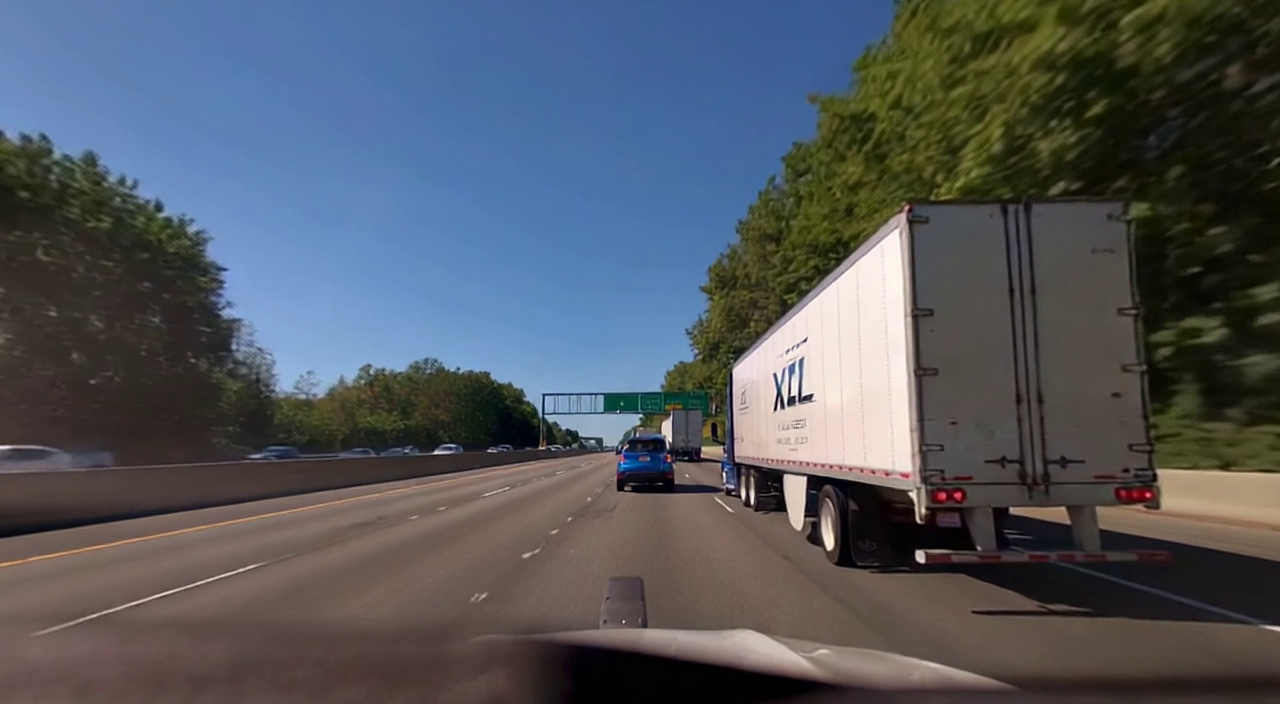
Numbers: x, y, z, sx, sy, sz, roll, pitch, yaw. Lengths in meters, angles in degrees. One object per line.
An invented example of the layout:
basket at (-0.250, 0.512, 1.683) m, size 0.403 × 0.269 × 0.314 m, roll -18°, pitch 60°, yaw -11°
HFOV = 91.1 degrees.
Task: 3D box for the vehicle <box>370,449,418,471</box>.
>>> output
vehicle at (-18.398, 8.096, 47.174) m, size 1.811 × 1.508 × 4.201 m, roll 0°, pitch -8°, yaw 2°

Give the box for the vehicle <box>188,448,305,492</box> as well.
vehicle at (-15.306, 4.580, 24.706) m, size 1.858 × 1.554 × 4.055 m, roll 0°, pitch -8°, yaw 2°

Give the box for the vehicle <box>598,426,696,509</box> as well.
vehicle at (0.183, 2.731, 15.286) m, size 2.054 × 1.706 × 4.201 m, roll 0°, pitch -8°, yaw 1°
